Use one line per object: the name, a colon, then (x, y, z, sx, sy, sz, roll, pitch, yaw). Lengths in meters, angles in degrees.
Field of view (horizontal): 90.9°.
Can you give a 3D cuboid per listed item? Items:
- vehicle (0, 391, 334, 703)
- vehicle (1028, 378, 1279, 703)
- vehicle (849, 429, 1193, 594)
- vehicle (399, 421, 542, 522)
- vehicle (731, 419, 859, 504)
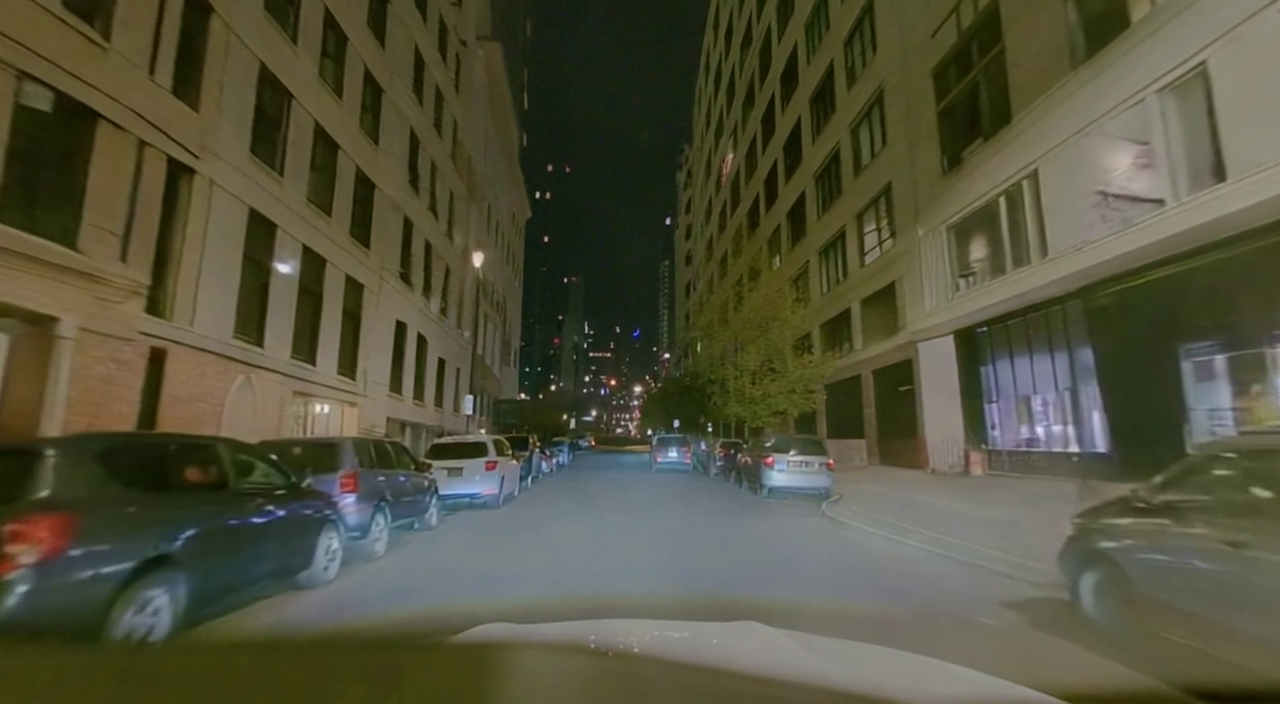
vehicle: (-3.603, 1.080, 4.161, 1.745, 1.584, 2.878, 2, -3, -2)
vehicle: (3.846, 0.859, 2.408, 1.842, 1.589, 4.216, 0, -8, -3)
vehicle: (3.963, 1.649, 7.382, 1.718, 1.427, 3.585, 0, -8, -1)
vehicle: (-3.598, 2.529, 14.310, 2.027, 1.640, 4.444, 2, -3, -1)
vehicle: (3.660, 2.670, 15.874, 1.879, 1.802, 4.574, 0, -8, -2)
